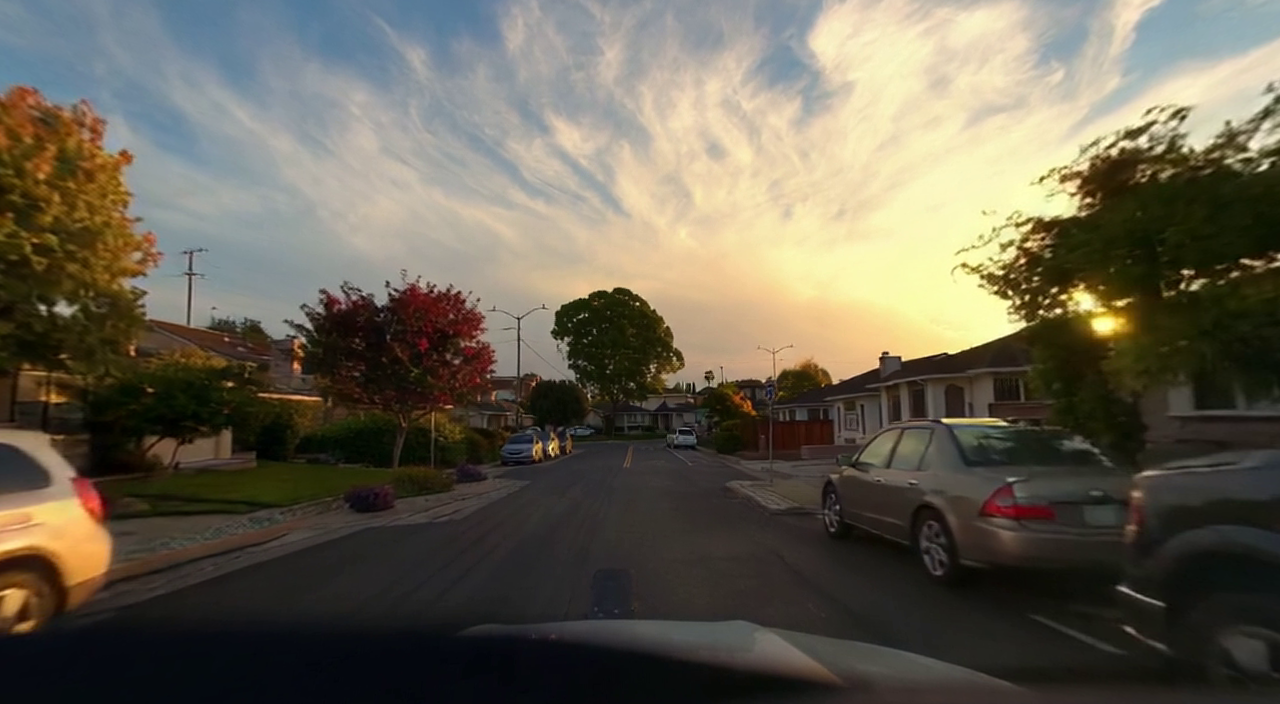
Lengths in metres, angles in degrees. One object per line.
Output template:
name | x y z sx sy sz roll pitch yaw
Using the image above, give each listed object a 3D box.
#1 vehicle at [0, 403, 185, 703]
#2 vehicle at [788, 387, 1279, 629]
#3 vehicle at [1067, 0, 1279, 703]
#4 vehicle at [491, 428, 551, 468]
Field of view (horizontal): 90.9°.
vehicle | -4.309 0.929 2.328 2.034 1.552 4.285 0 -8 0
vehicle | 3.249 1.352 6.613 2.073 1.619 4.574 0 -8 -3
vehicle | 3.585 -0.052 0.312 2.541 3.000 5.932 0 -8 1
vehicle | -5.657 4.605 30.517 2.147 1.780 4.165 0 -8 -1
